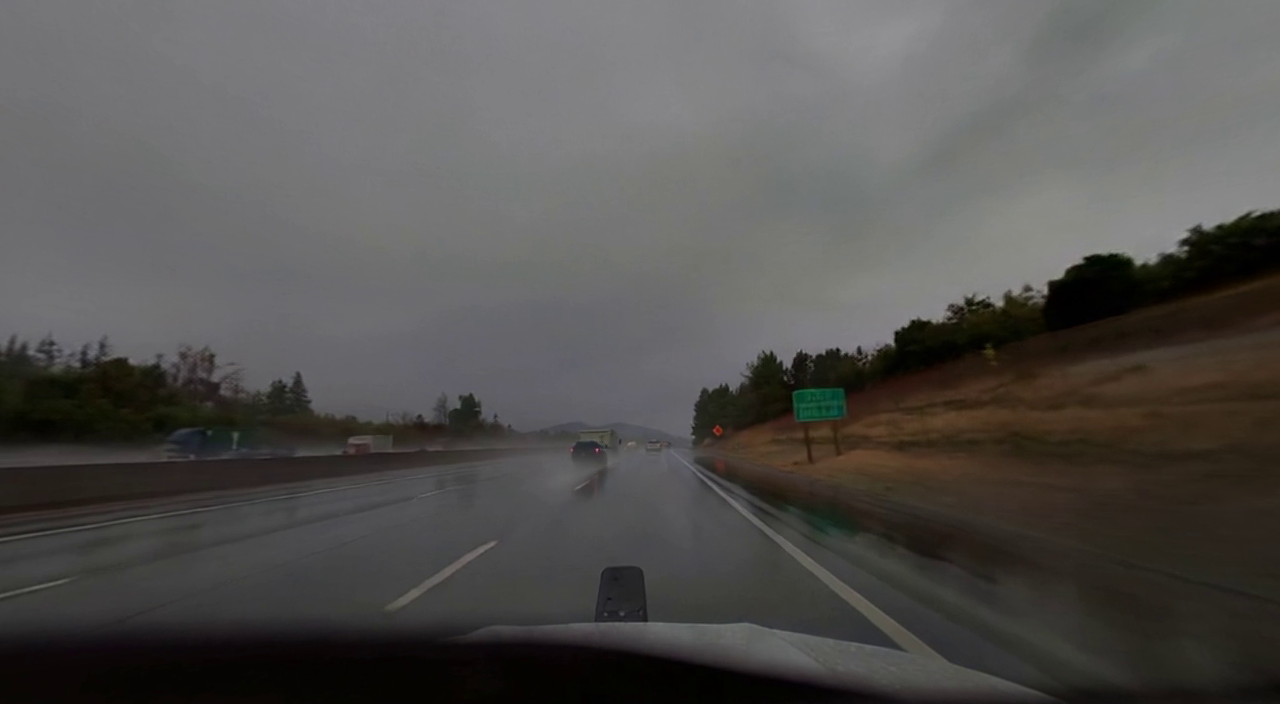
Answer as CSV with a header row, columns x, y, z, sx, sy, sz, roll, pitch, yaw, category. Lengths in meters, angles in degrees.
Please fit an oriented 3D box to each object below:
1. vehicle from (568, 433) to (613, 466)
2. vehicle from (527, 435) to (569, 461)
x,y,z,sx,sy,sz,roll,pitch,yaw,category
-2.785,5.587,36.148,2.194,1.766,3.720,0,-8,1,vehicle
-6.476,6.838,44.644,2.078,1.729,4.722,0,-8,2,vehicle
